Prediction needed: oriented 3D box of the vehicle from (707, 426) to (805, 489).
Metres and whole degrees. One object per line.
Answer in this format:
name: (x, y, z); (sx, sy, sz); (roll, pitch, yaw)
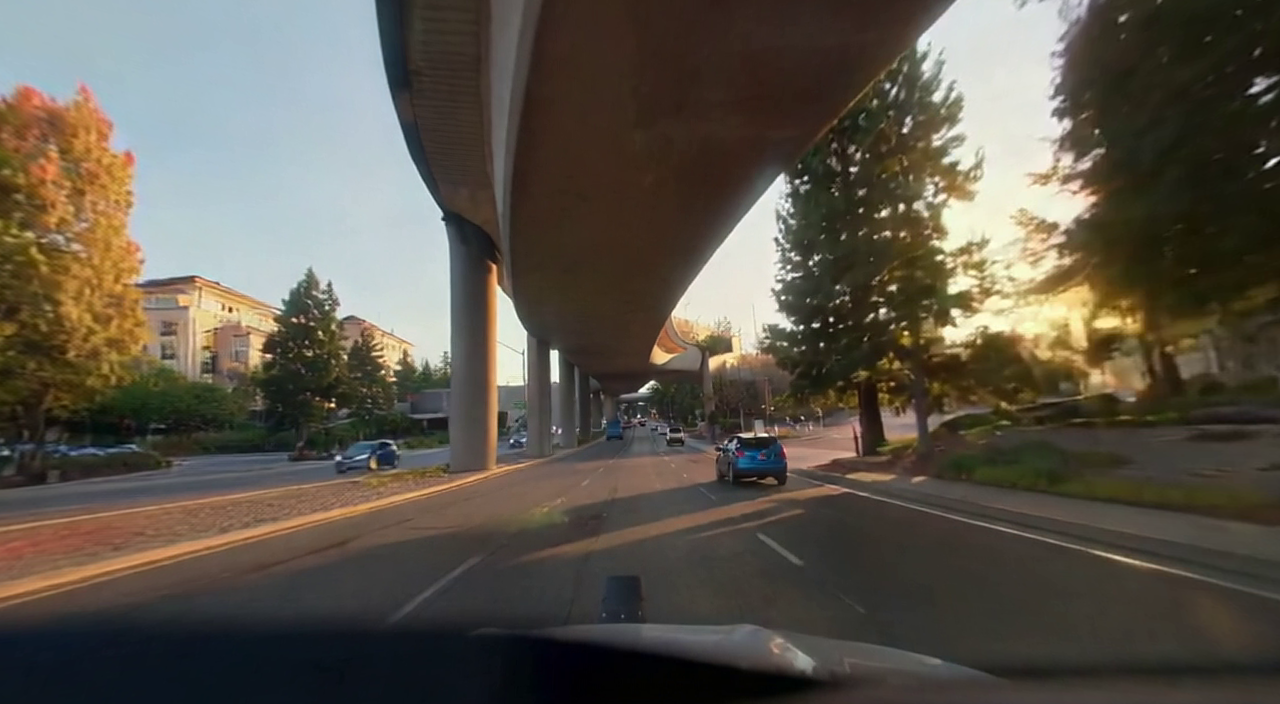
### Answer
vehicle: (3.417, 3.228, 19.509); (2.110, 1.712, 4.489); (0, -9, 0)

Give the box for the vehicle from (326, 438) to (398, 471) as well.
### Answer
vehicle: (-15.799, 5.844, 36.066); (1.958, 1.725, 4.539); (0, -9, 1)
